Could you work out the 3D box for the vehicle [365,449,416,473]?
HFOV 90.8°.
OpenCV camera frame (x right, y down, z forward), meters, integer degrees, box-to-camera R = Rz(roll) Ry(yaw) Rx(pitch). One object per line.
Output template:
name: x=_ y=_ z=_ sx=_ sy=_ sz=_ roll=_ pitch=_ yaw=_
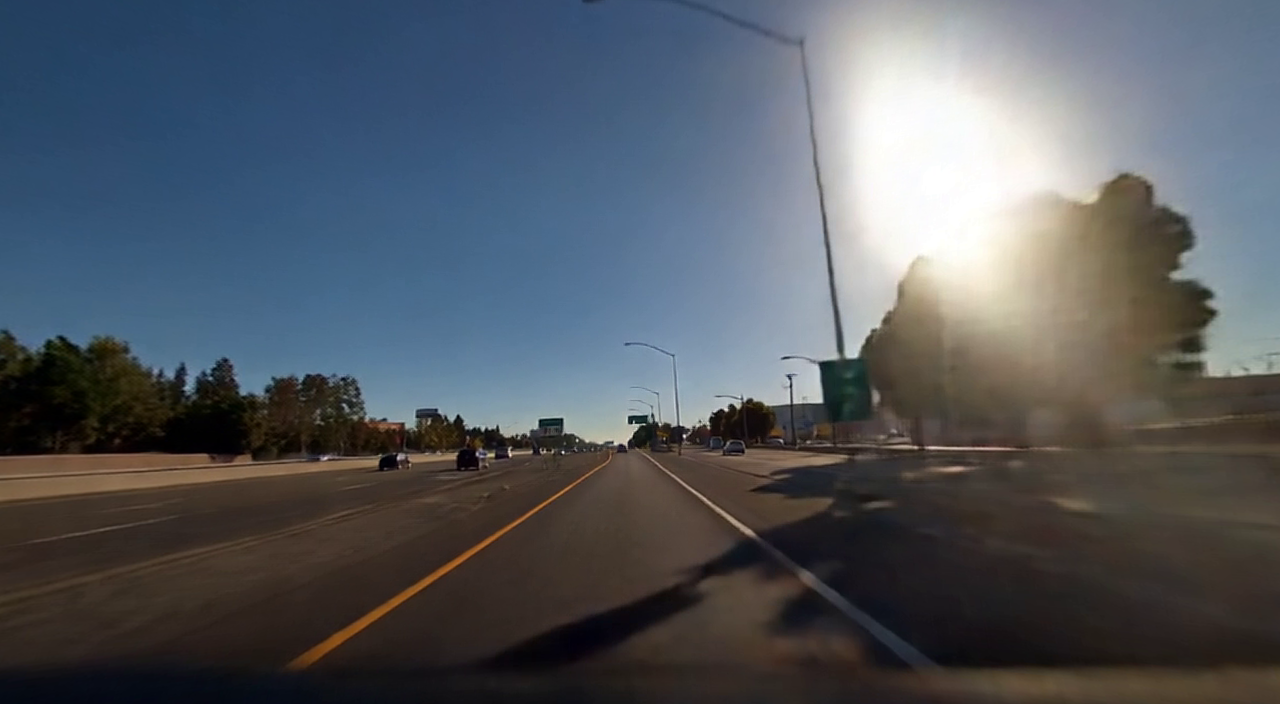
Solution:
vehicle: x=-19.015 y=8.298 z=48.430 sx=2.126 sy=1.671 sz=5.173 roll=0 pitch=-9 yaw=-4
